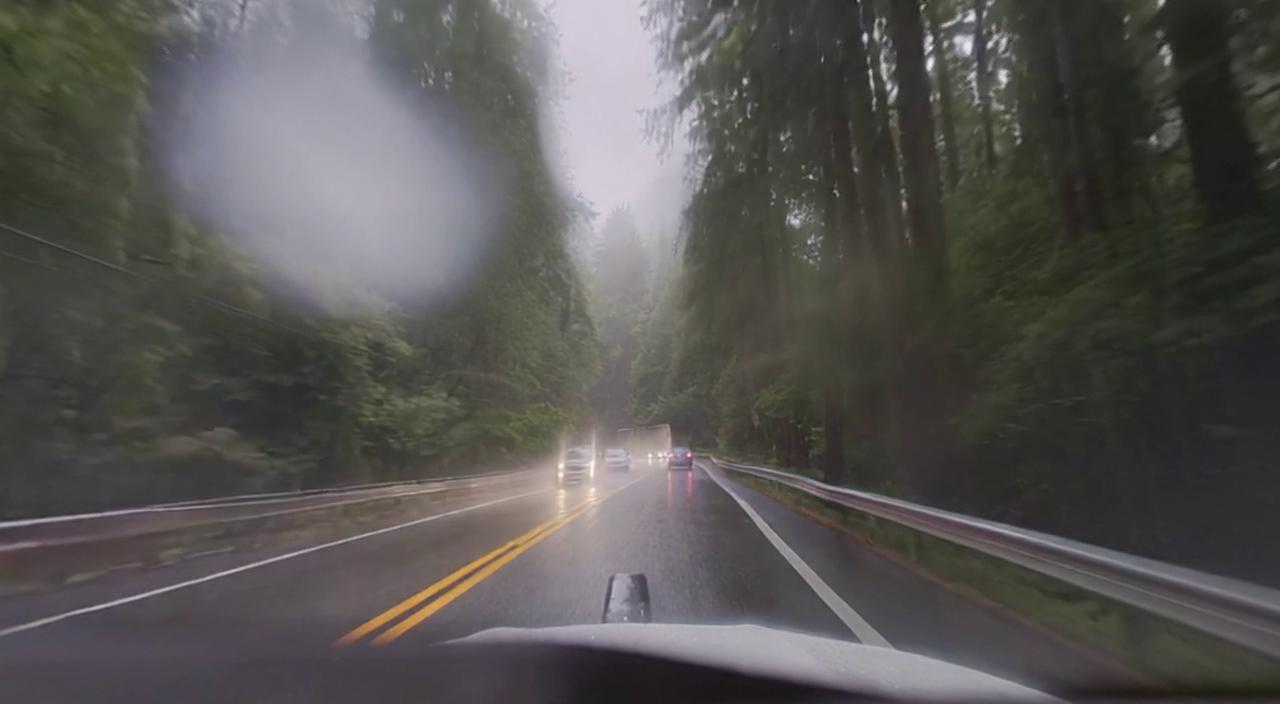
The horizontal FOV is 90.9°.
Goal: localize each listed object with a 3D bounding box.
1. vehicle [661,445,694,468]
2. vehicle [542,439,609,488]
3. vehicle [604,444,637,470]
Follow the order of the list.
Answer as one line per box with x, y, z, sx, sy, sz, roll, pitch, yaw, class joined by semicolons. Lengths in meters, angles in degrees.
2.567;7.252;43.990;2.120;1.491;4.349;1;-8;2;vehicle
-2.730;4.852;27.896;2.170;1.872;4.643;1;-8;4;vehicle
-1.422;7.885;47.741;2.066;1.827;5.178;1;-8;3;vehicle
